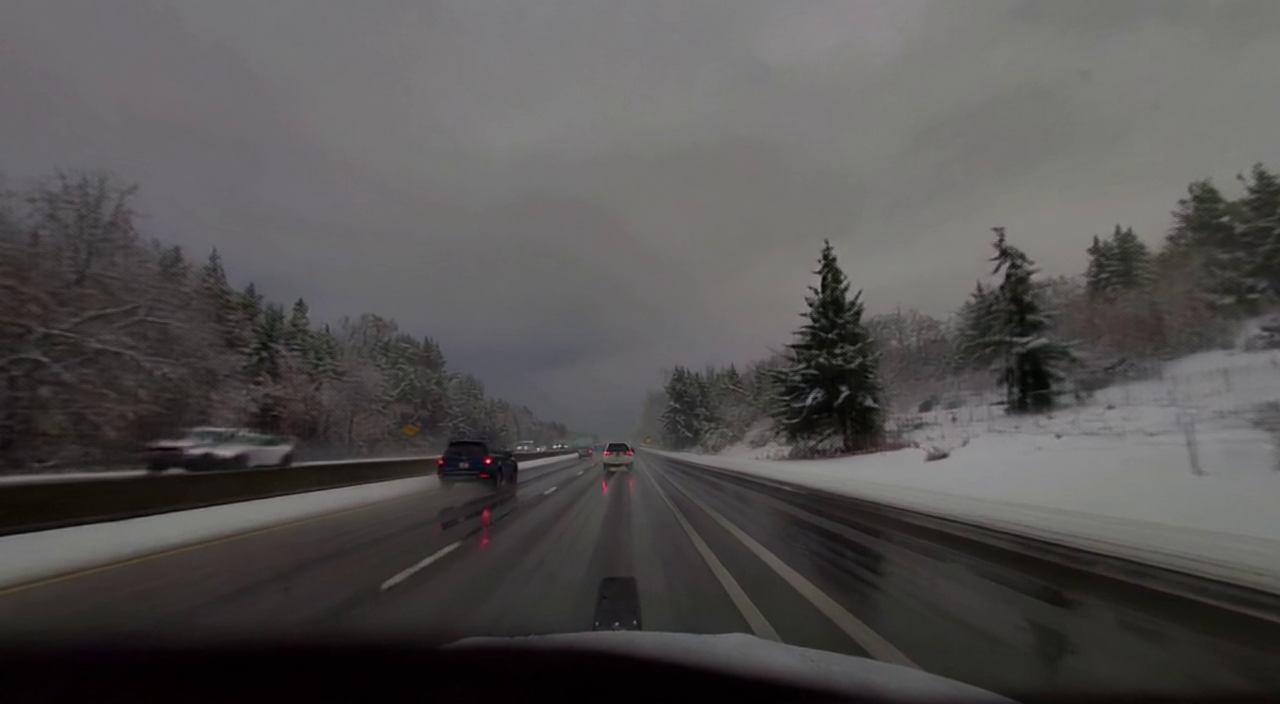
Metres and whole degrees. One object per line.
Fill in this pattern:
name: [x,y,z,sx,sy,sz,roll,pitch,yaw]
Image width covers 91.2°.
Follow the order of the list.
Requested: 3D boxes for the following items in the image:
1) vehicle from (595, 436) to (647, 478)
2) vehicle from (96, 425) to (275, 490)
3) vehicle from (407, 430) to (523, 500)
vehicle: [-0.819,4.617,27.646,2.115,1.661,4.049,0,-9,-1]
vehicle: [-13.418,3.157,18.966,2.019,1.666,4.565,0,-9,-1]
vehicle: [-4.784,3.169,17.930,1.974,1.688,4.727,-1,-9,0]
